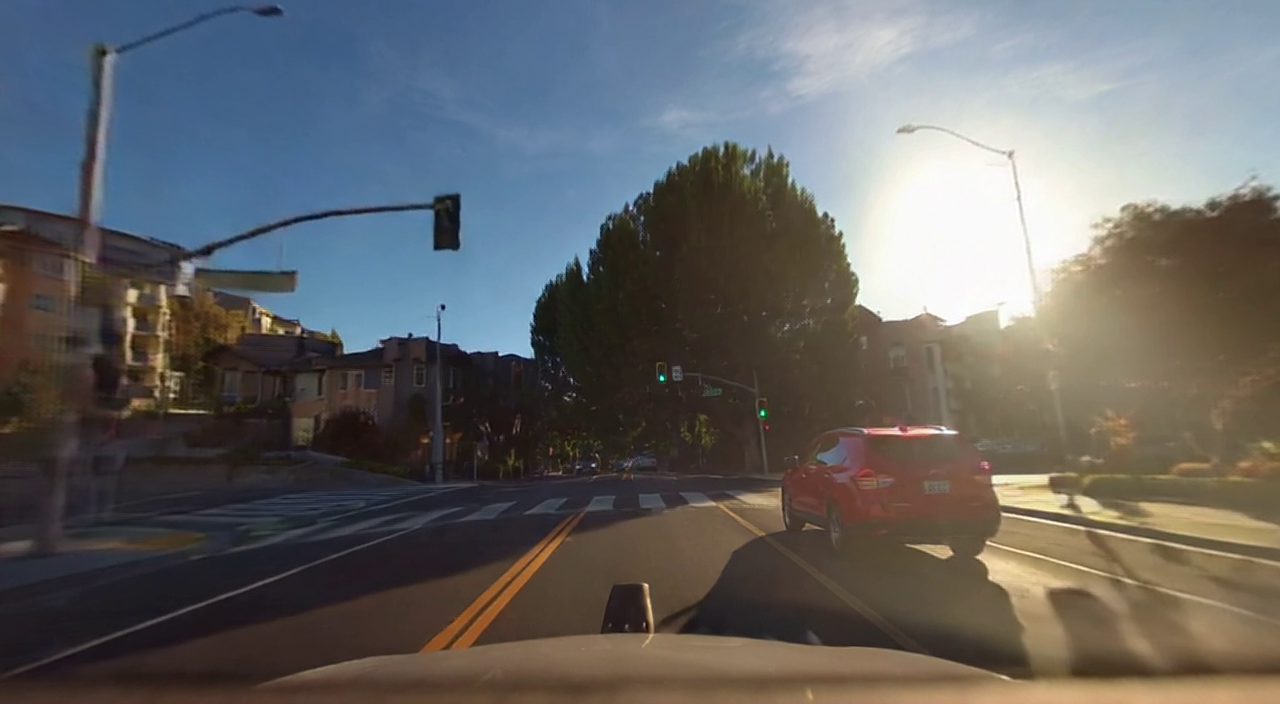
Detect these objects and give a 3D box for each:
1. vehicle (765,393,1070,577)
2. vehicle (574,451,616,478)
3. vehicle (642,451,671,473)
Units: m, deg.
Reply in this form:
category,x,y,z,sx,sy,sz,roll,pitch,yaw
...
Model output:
category,x,y,z,sx,sy,sz,roll,pitch,yaw
vehicle,3.313,1.722,8.930,2.130,1.863,4.844,0,-9,1
vehicle,-2.683,6.787,38.374,2.170,1.513,4.270,0,-9,1
vehicle,1.185,8.097,46.497,2.097,1.463,4.043,0,-8,1
